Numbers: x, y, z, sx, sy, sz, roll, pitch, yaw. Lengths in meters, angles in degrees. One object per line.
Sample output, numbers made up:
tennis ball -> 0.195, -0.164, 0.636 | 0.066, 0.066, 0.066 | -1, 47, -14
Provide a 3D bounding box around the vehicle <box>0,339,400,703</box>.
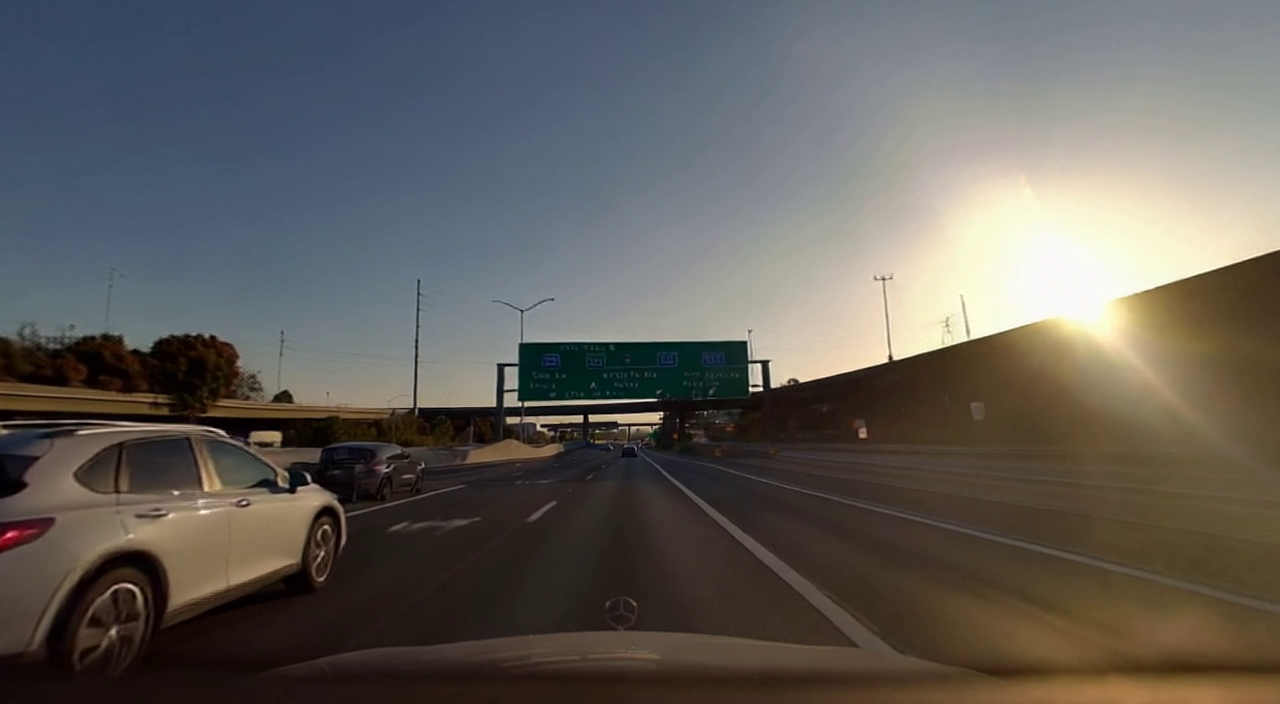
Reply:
vehicle -> -3.478, 1.071, 4.068 | 2.178, 1.699, 4.321 | 0, -8, -1
